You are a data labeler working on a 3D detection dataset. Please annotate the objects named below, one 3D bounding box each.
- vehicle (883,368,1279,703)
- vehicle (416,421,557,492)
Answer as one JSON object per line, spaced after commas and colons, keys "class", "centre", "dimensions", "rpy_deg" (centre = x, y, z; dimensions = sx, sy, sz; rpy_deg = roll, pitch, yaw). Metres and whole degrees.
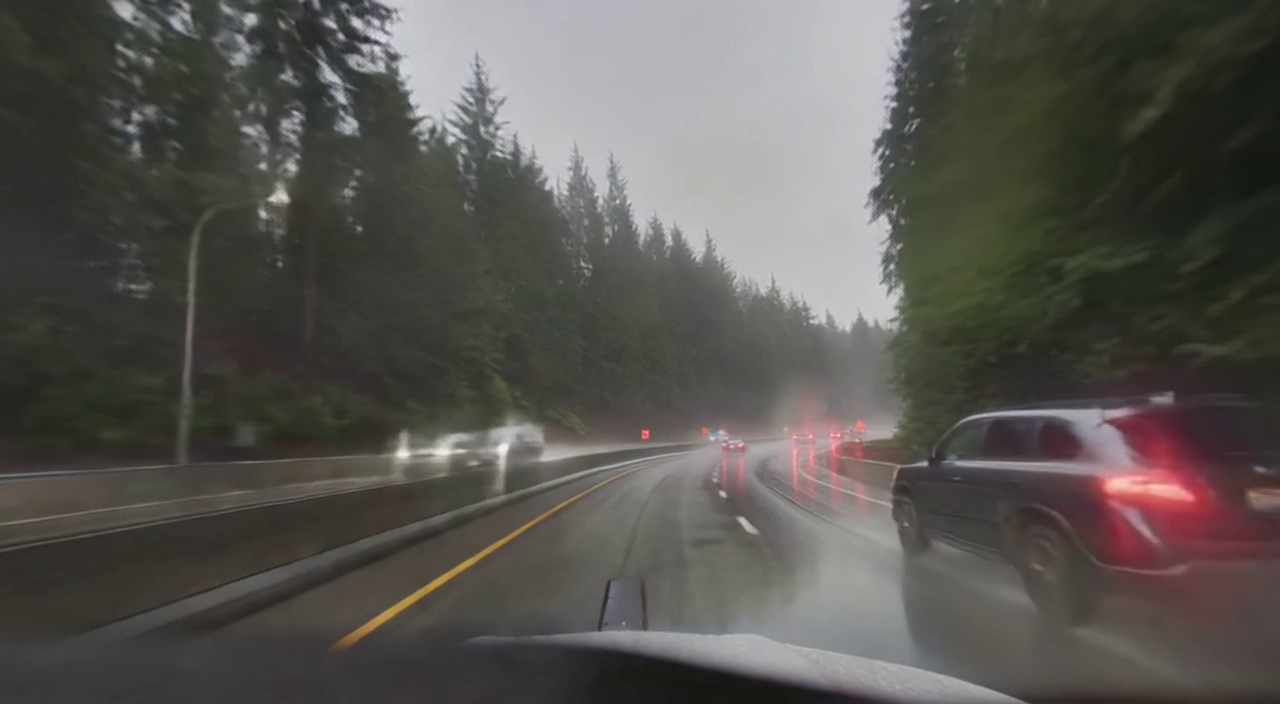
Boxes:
{"class": "vehicle", "centre": [3.961, 1.242, 5.333], "dimensions": [2.112, 1.708, 4.380], "rpy_deg": [0, -8, 1]}
{"class": "vehicle", "centre": [-3.931, 2.799, 17.167], "dimensions": [2.295, 1.648, 4.689], "rpy_deg": [-1, -8, 5]}
